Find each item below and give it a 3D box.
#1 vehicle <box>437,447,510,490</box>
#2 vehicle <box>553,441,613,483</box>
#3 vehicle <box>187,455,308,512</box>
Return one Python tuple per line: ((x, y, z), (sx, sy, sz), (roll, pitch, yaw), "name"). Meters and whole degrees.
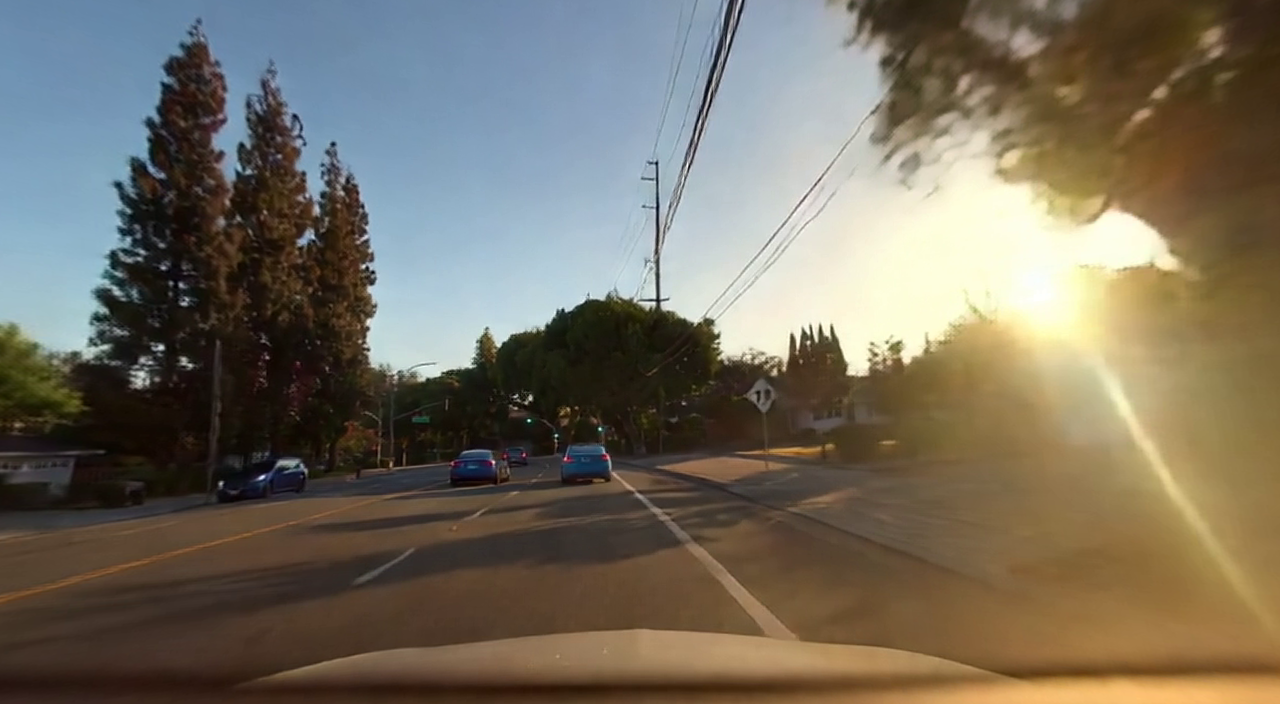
((-6.196, 4.350, 23.960), (1.913, 1.425, 4.235), (0, -9, -4), "vehicle")
((-2.314, 4.374, 25.393), (2.168, 1.504, 4.284), (0, -9, -6), "vehicle")
((-16.911, 5.638, 27.675), (2.094, 2.000, 5.603), (1, -7, -5), "vehicle")
